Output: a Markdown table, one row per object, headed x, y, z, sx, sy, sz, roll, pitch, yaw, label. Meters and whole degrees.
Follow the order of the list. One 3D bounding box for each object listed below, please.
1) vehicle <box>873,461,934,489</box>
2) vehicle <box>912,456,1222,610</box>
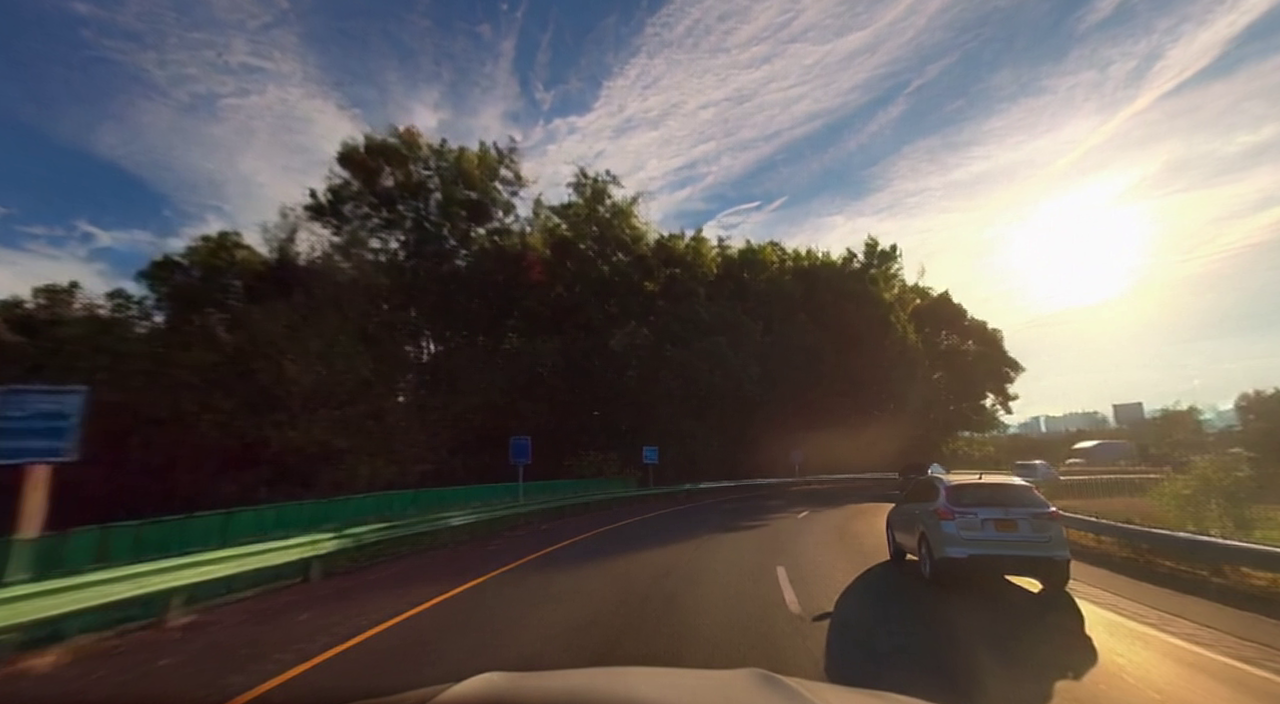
| x | y | z | sx | sy | sz | roll | pitch | yaw | label |
| --- | --- | --- | --- | --- | --- | --- | --- | --- | --- |
| 15.118 | 7.039 | 36.067 | 1.992 | 1.503 | 3.793 | -9 | -14 | 42 | vehicle |
| 5.540 | 2.350 | 9.007 | 2.023 | 1.593 | 4.105 | -1 | -11 | 9 | vehicle |
